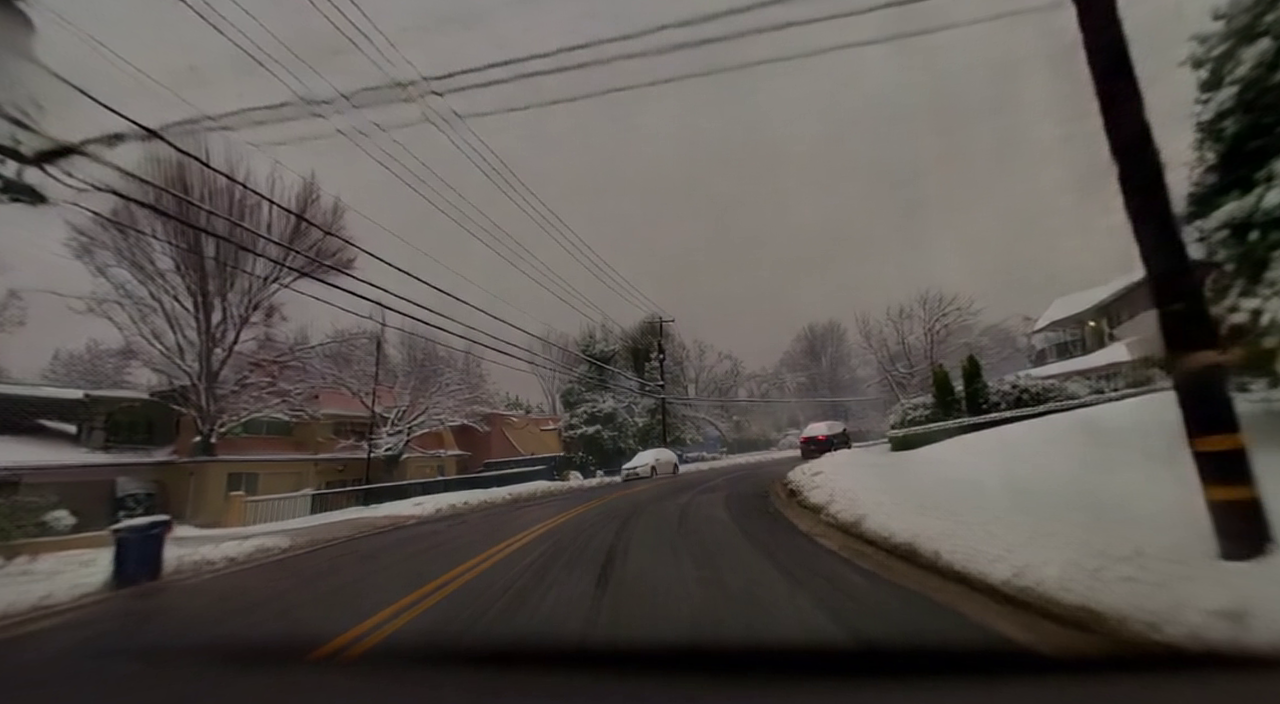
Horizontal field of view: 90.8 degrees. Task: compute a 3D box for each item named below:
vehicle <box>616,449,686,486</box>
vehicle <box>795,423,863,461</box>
[{"bbox_3d":[0.721,6.644,36.611,2.039,1.949,4.511,-5,-10,32],"label":"vehicle"},{"bbox_3d":[10.883,5.149,36.075,2.086,1.974,4.890,-6,-10,36],"label":"vehicle"}]
